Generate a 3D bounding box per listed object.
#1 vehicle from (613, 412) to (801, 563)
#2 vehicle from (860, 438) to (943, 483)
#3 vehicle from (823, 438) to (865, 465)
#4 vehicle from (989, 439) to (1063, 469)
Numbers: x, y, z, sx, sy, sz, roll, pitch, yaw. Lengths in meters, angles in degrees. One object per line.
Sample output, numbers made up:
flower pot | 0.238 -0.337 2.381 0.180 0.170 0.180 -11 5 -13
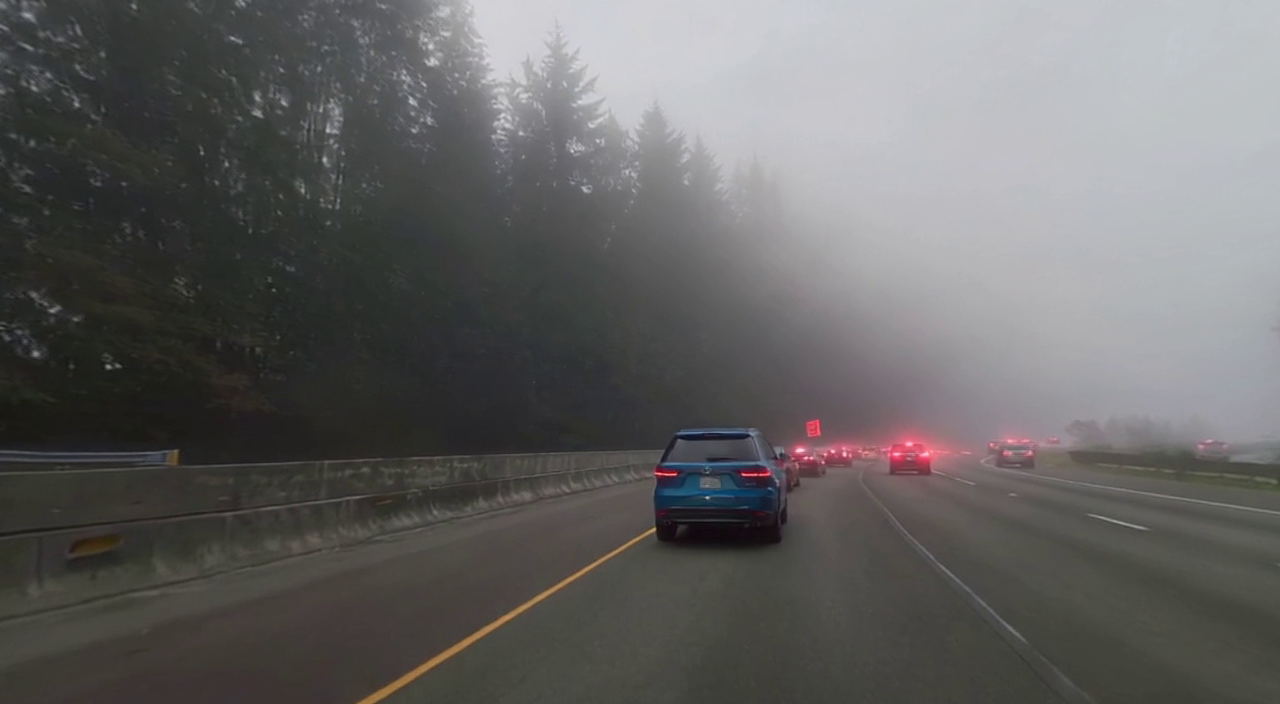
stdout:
vehicle | 1.209 1.801 9.163 2.021 1.635 4.085 -2 -9 16
vehicle | 9.429 3.912 23.097 1.962 1.442 4.536 -2 -8 12
vehicle | 12.583 6.134 39.061 1.857 1.584 3.976 -1 -8 9
vehicle | 20.244 5.332 33.216 1.990 1.478 4.475 -2 -9 14
